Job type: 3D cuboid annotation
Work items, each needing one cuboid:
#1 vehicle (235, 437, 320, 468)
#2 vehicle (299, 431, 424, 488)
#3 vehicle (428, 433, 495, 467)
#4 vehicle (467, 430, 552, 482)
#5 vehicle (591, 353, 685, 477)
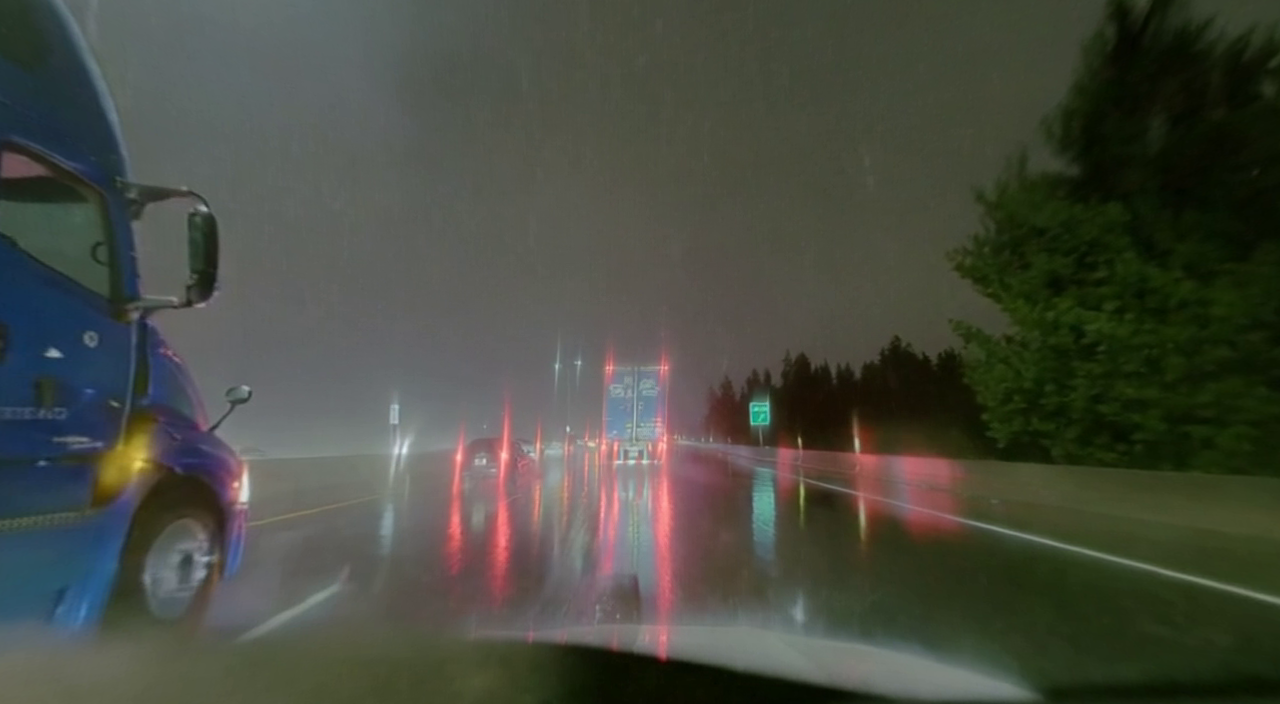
[{"bbox_3d":[-19.590,5.419,34.217,1.923,1.506,4.408,0,-8,1],"label":"vehicle"},{"bbox_3d":[-8.131,3.136,18.821,1.943,1.500,4.011,0,-8,-1],"label":"vehicle"},{"bbox_3d":[-8.603,4.745,30.795,1.976,1.510,4.604,0,-8,-1],"label":"vehicle"},{"bbox_3d":[-4.094,3.309,20.383,1.933,1.492,3.838,0,-8,0],"label":"vehicle"},{"bbox_3d":[-0.214,2.789,26.299,3.118,4.106,10.719,0,-8,-2],"label":"vehicle"}]
